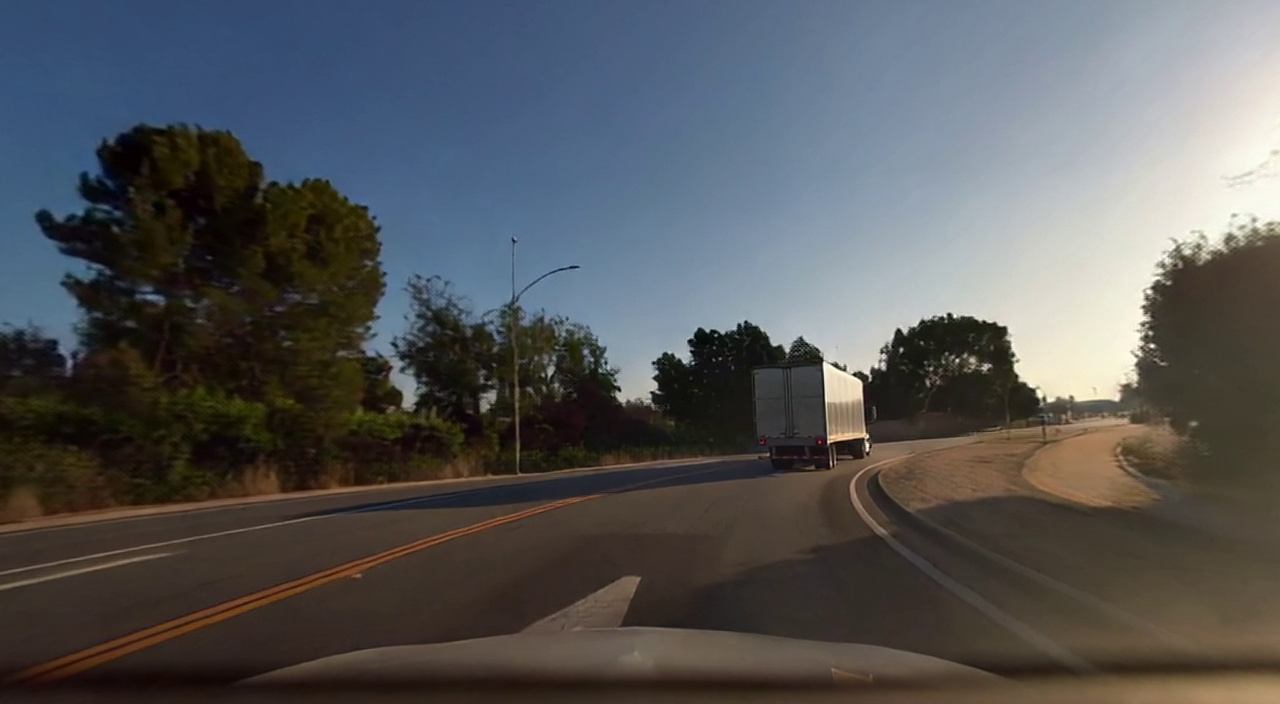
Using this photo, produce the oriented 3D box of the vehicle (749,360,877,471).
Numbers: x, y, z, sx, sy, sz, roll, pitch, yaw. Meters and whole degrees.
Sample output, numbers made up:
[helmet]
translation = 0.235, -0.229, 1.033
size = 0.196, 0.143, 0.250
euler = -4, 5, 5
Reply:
[vehicle]
translation = 7.625, 2.819, 26.299
size = 2.837, 3.712, 10.484
euler = -4, -9, 27
